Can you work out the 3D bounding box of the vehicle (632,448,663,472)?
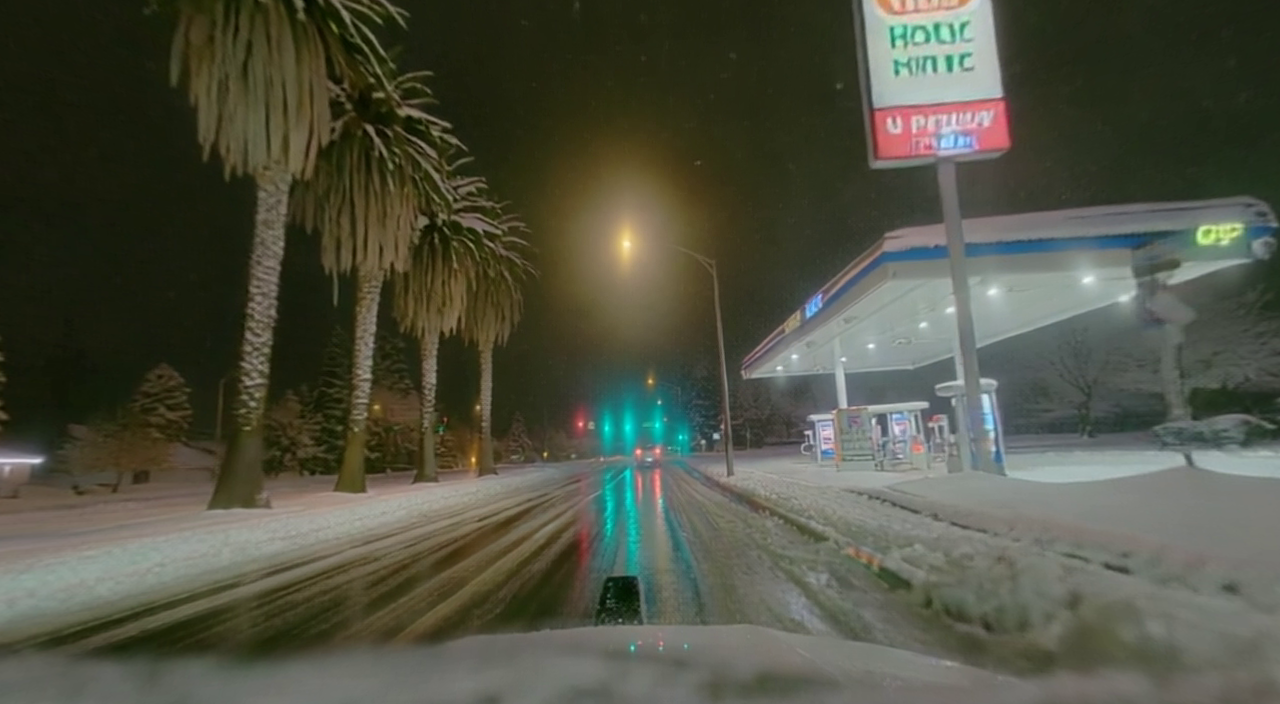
[{"bbox_3d":[0.530,7.382,43.088,2.050,1.509,4.148,0,-8,1],"label":"vehicle"}]
